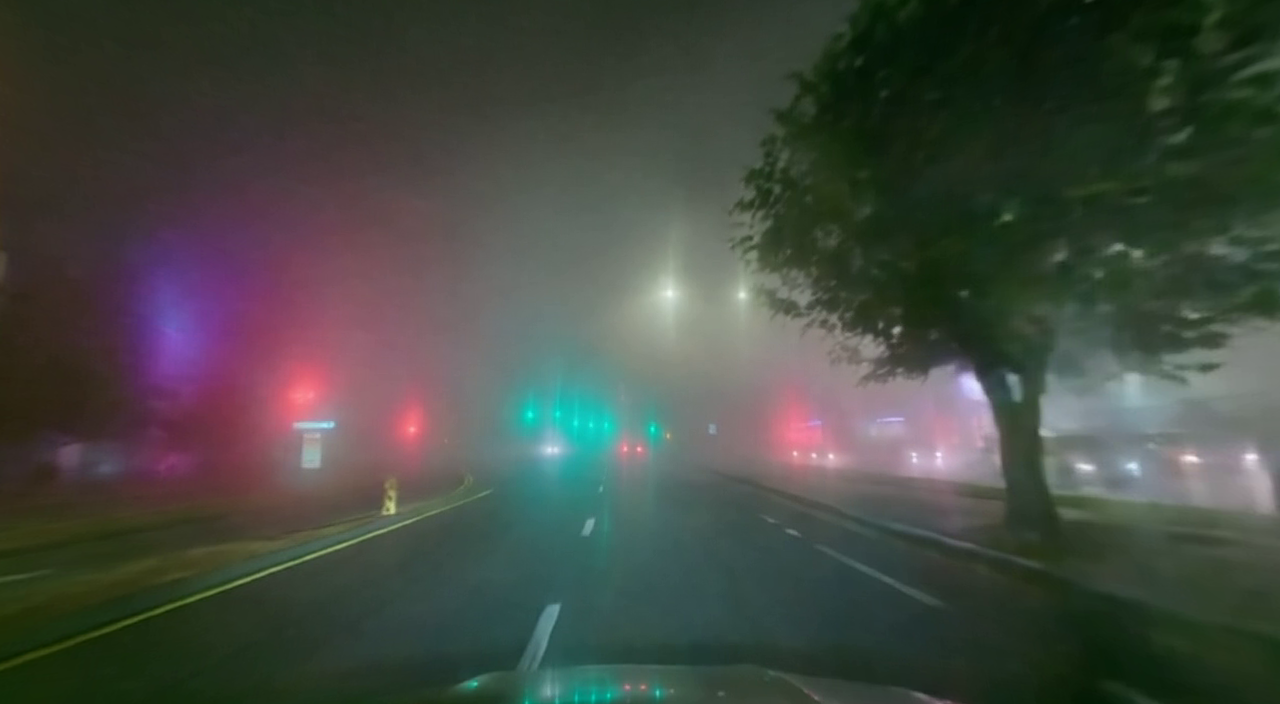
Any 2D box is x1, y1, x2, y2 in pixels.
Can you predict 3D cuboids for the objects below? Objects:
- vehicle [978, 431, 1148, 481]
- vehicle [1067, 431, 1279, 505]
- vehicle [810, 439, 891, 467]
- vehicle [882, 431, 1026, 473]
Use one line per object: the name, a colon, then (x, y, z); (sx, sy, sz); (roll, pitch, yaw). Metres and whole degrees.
vehicle: (13.855, 3.426, 20.904); (4.228, 1.548, 1.881); (0, -9, -1)
vehicle: (13.727, 2.841, 15.870); (4.538, 1.433, 2.023); (-3, -7, -3)
vehicle: (13.383, 6.439, 40.311); (4.395, 1.497, 1.975); (-3, -8, -2)
vehicle: (13.027, 4.165, 26.457); (4.769, 1.636, 2.281); (0, -9, -2)
